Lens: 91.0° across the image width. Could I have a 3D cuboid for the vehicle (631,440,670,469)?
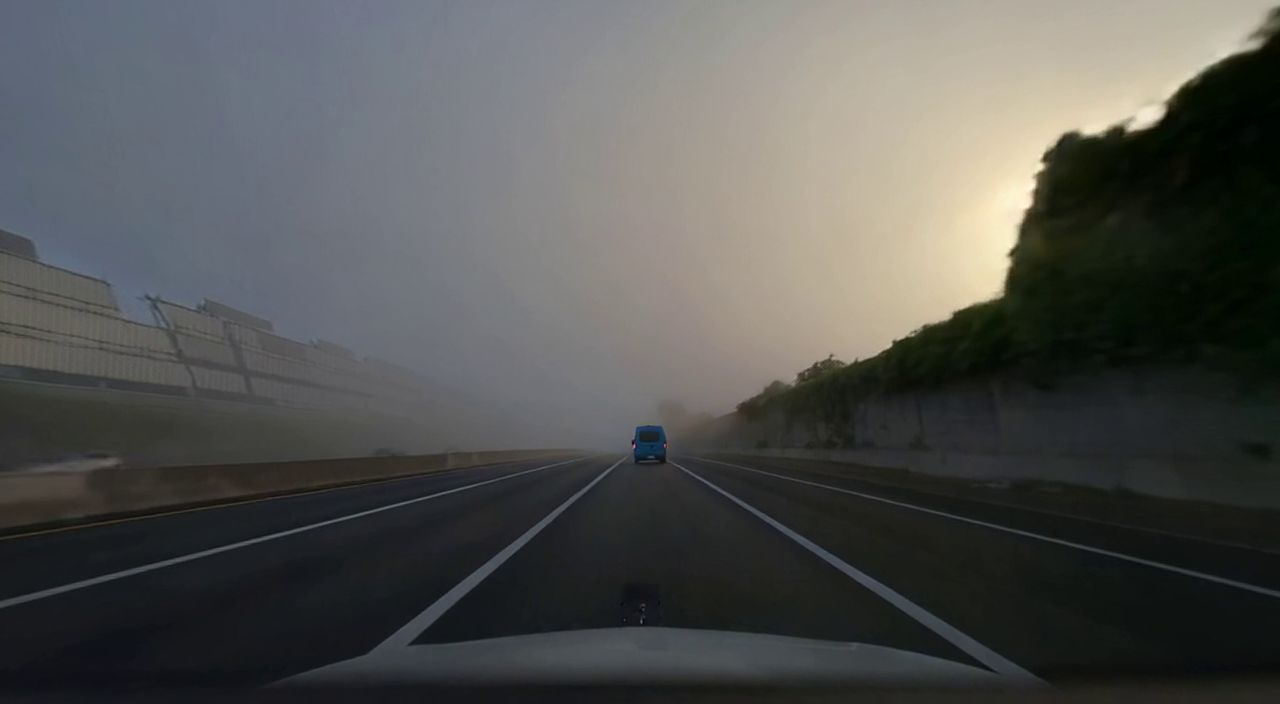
[{"bbox_3d":[0.550,5.562,34.466,1.997,1.484,3.409,0,-8,0],"label":"vehicle"}]
